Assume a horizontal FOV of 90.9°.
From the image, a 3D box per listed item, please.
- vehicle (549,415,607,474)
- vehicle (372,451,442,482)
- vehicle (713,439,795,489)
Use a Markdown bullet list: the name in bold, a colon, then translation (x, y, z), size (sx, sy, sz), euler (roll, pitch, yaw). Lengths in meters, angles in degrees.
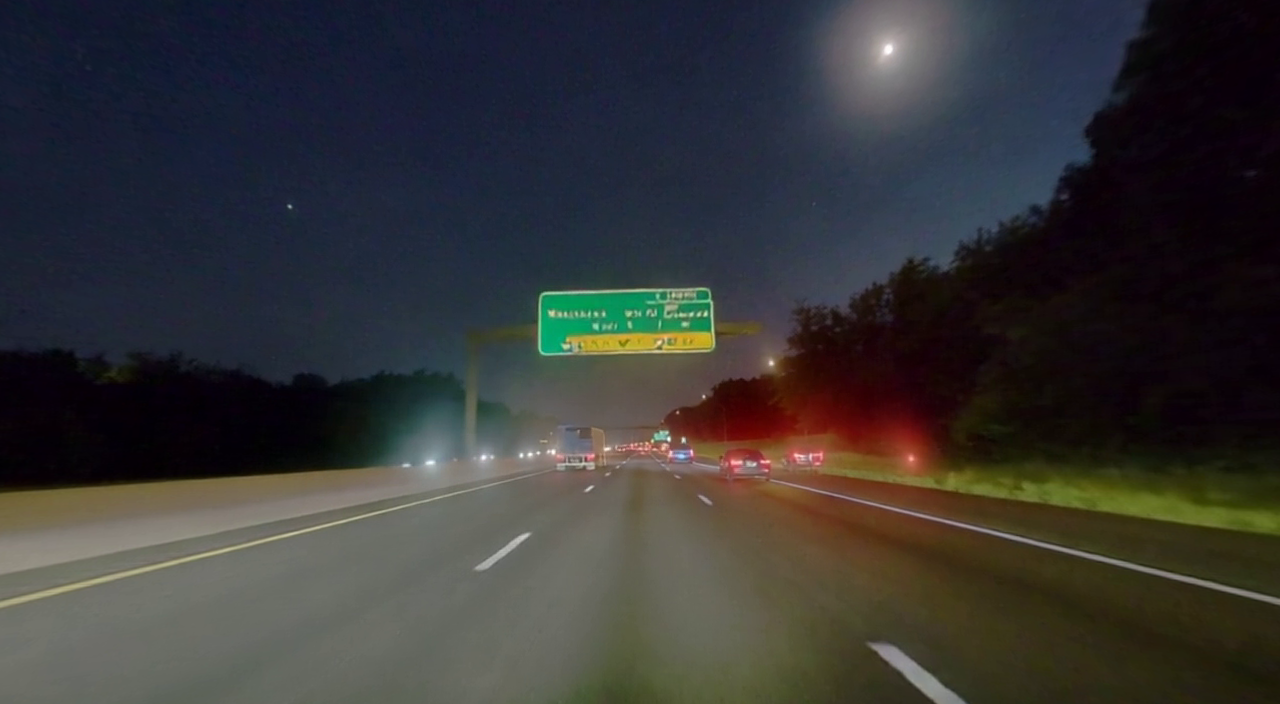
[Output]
- **vehicle**: translation (-3.581, 5.583, 37.924), size (2.667, 3.195, 6.731), euler (0, -9, 1)
- **vehicle**: translation (-11.662, 5.726, 31.901), size (1.810, 1.429, 4.420), euler (0, -9, 1)
- **vehicle**: translation (3.810, 3.837, 21.806), size (1.983, 1.545, 4.038), euler (0, -9, -1)
